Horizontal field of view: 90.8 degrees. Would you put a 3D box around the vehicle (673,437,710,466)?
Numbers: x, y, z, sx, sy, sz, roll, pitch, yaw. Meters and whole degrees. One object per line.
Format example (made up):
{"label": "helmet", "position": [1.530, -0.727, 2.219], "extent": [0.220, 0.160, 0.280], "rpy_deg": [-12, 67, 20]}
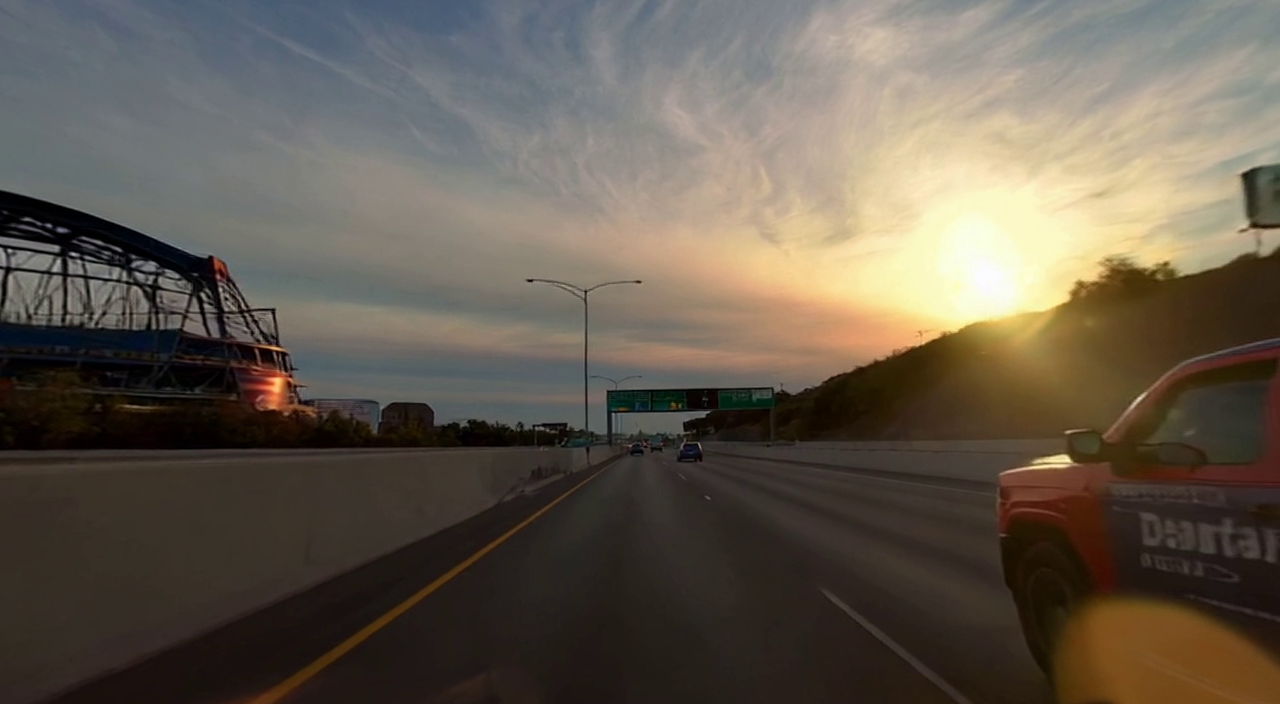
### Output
{"label": "vehicle", "position": [3.287, 6.448, 41.018], "extent": [1.973, 1.774, 4.092], "rpy_deg": [0, -9, 0]}

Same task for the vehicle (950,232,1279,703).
{"label": "vehicle", "position": [3.108, 0.557, 1.464], "extent": [2.199, 2.002, 4.970], "rpy_deg": [0, -9, 0]}
